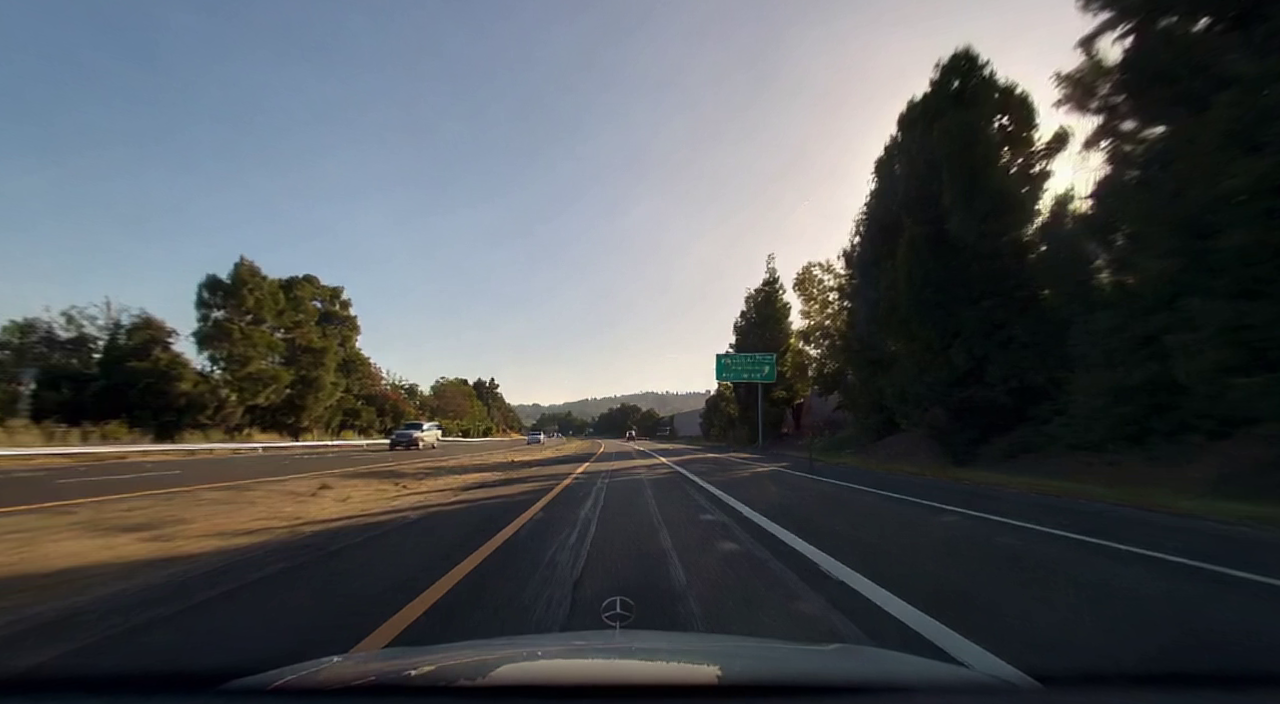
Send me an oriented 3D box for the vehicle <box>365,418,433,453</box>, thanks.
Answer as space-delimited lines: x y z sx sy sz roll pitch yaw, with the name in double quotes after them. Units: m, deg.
-14.400 5.045 38.000 2.151 1.930 5.017 0 -8 -1 "vehicle"
